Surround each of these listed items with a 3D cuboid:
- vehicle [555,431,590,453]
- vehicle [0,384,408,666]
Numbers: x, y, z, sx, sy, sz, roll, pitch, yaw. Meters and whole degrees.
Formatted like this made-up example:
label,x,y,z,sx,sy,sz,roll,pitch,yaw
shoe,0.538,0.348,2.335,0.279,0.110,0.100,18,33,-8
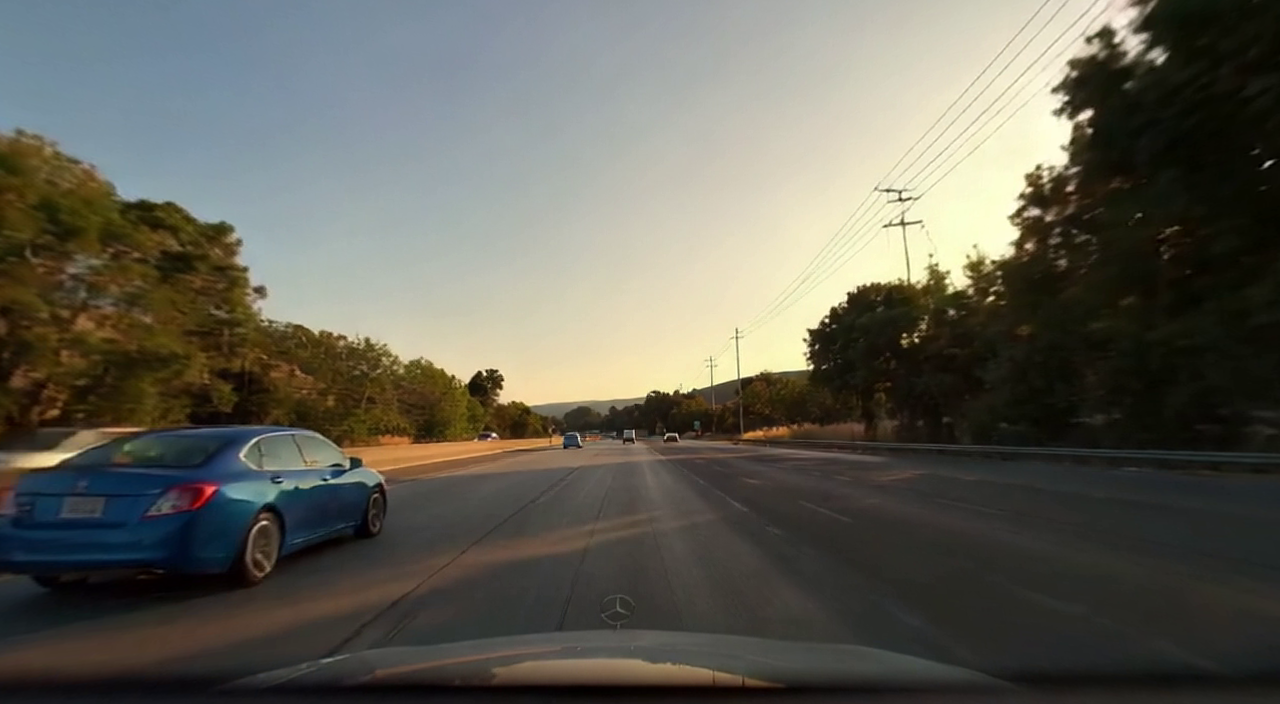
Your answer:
label,x,y,z,sx,sy,sz,roll,pitch,yaw
vehicle,-4.767,6.451,45.039,2.080,1.478,4.347,0,-8,0
vehicle,-3.914,1.253,5.729,2.023,1.580,4.259,0,-8,-1
